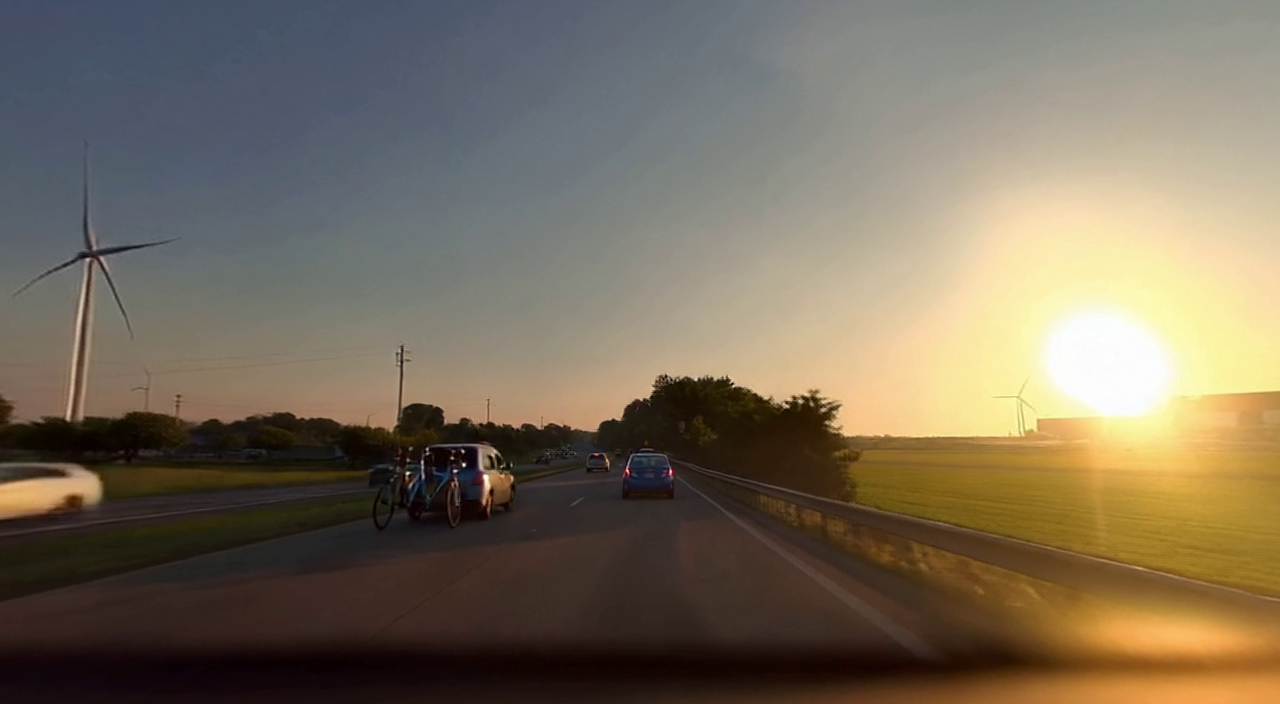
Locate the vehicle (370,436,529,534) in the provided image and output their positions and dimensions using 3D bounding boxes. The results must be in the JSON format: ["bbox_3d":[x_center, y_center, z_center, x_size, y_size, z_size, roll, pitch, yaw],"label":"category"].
[{"bbox_3d":[-3.702,2.657,13.120,1.962,1.681,4.033,0,-9,1],"label":"vehicle"}]

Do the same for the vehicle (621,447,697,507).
[{"bbox_3d":[0.501,3.702,19.110,2.063,1.582,3.955,0,-9,0],"label":"vehicle"}]
